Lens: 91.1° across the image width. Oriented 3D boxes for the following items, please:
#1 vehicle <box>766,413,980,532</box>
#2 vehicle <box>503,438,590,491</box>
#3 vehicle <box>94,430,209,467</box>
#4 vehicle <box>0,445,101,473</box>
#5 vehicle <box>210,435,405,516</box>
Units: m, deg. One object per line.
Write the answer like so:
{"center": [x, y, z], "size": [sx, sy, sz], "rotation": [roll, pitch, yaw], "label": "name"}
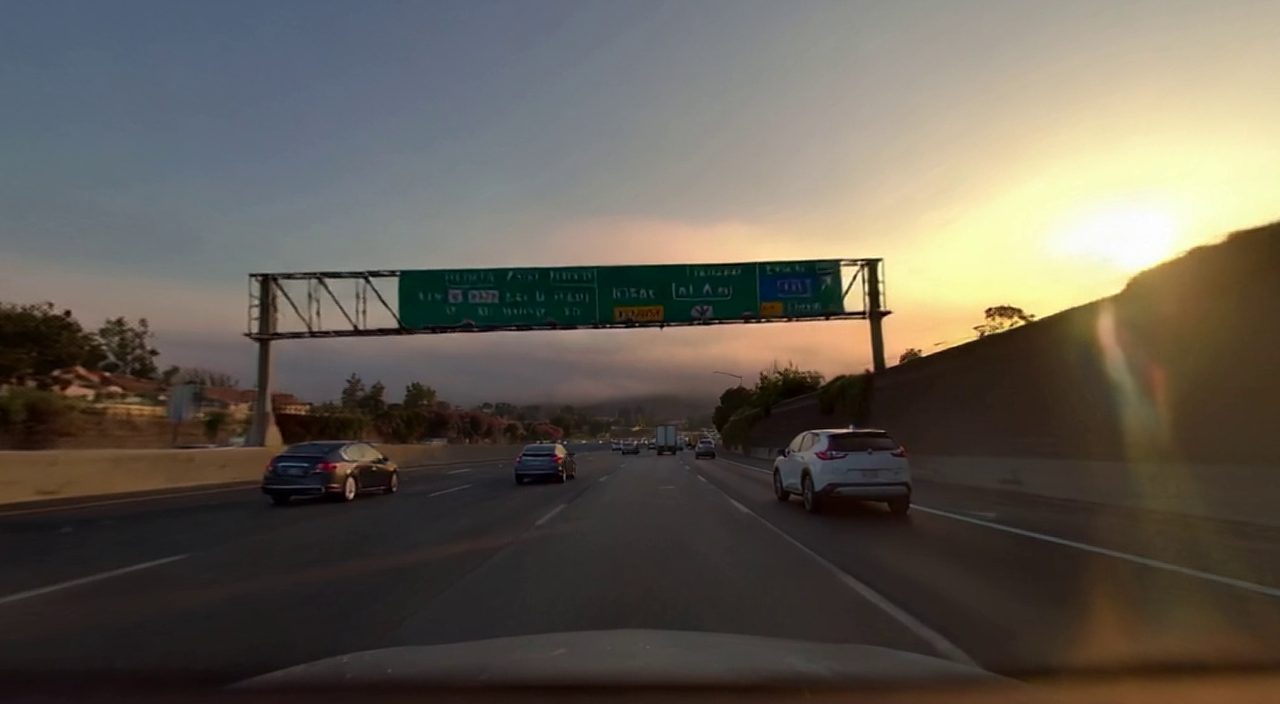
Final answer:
{"center": [3.840, 2.097, 11.472], "size": [2.108, 1.709, 4.703], "rotation": [0, -9, 0], "label": "vehicle"}
{"center": [-2.797, 3.478, 19.741], "size": [1.947, 1.479, 4.114], "rotation": [0, -9, 2], "label": "vehicle"}
{"center": [-27.541, 5.460, 35.683], "size": [2.130, 1.945, 5.252], "rotation": [0, -9, 2], "label": "vehicle"}
{"center": [-31.736, 5.692, 33.720], "size": [1.745, 1.409, 4.176], "rotation": [0, -9, 2], "label": "vehicle"}
{"center": [-6.970, 2.611, 13.780], "size": [1.909, 1.482, 4.140], "rotation": [0, -9, 1], "label": "vehicle"}
